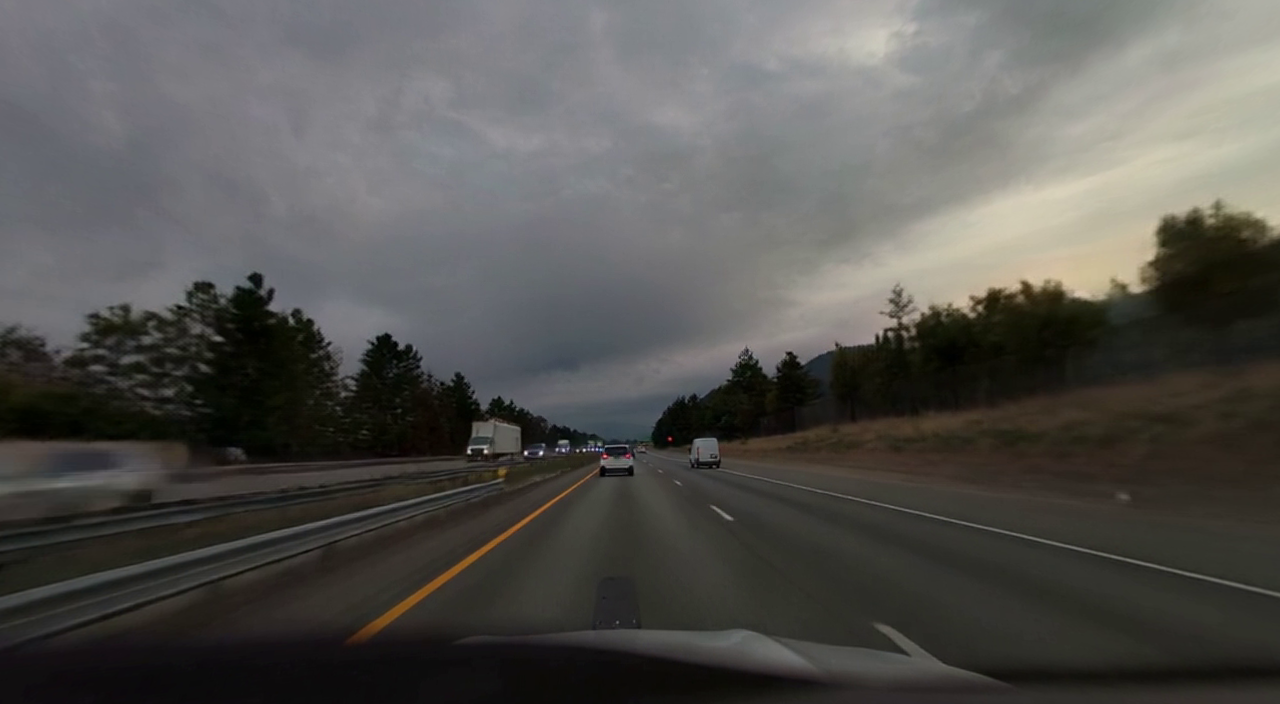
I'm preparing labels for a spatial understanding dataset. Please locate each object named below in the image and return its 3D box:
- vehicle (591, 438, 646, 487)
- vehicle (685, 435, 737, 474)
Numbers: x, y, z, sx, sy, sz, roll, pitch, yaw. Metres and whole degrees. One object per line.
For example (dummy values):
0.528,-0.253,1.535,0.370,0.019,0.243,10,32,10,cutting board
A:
-0.796,4.256,24.440,1.963,1.711,4.284,0,-9,-1,vehicle
3.815,5.621,34.498,2.179,1.930,4.538,0,-9,-1,vehicle
